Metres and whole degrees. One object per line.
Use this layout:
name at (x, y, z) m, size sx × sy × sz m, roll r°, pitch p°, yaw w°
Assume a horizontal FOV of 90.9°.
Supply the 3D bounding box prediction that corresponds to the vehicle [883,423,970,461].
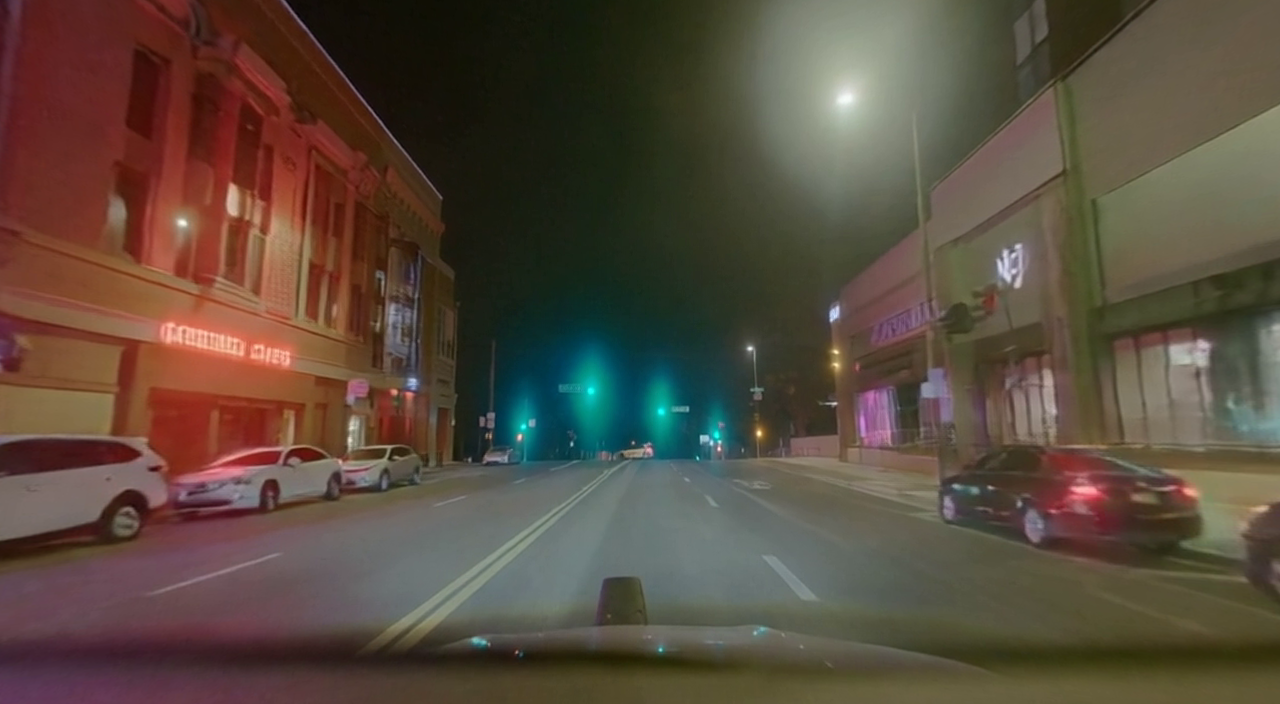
vehicle at (15.362, 4.886, 34.208) m, size 2.180 × 1.848 × 5.417 m, roll 0°, pitch -8°, yaw 1°

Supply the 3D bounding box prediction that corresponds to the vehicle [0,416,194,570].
vehicle at (-8.871, 1.848, 8.487) m, size 2.140 × 1.861 × 4.801 m, roll -1°, pitch -9°, yaw 1°

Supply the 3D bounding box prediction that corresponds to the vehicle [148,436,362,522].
vehicle at (-8.940, 2.946, 15.332) m, size 2.004 × 1.709 × 4.941 m, roll 0°, pitch -8°, yaw 1°

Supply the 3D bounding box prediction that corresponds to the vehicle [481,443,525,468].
vehicle at (-8.902, 6.773, 41.382) m, size 1.908 × 1.529 × 4.522 m, roll 0°, pitch -8°, yaw -1°

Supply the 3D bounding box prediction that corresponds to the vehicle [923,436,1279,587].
vehicle at (6.090, 2.039, 9.074) m, size 1.989 × 1.571 × 4.607 m, roll 0°, pitch -8°, yaw 2°

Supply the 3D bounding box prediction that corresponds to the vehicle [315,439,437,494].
vehicle at (-8.695, 3.784, 21.268) m, size 1.961 × 1.627 × 4.634 m, roll 0°, pitch -8°, yaw 2°
